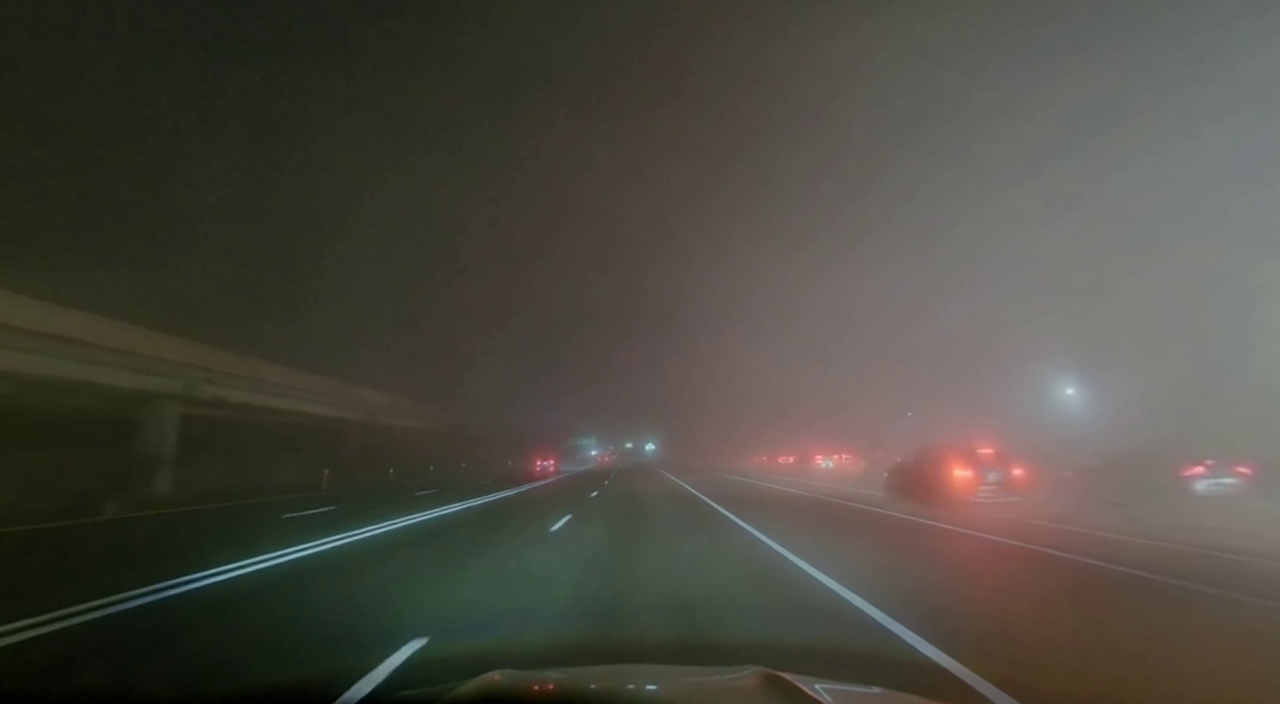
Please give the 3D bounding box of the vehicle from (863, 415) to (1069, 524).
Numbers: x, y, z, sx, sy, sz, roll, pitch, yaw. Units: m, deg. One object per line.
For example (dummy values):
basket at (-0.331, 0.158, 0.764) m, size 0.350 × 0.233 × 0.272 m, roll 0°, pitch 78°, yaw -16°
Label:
vehicle at (12.747, 4.732, 26.343) m, size 2.941 × 3.578 × 10.624 m, roll 0°, pitch -9°, yaw 0°

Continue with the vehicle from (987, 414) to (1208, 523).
vehicle at (18.391, 4.723, 26.461) m, size 2.698 × 3.744 × 8.974 m, roll 0°, pitch -9°, yaw 2°
